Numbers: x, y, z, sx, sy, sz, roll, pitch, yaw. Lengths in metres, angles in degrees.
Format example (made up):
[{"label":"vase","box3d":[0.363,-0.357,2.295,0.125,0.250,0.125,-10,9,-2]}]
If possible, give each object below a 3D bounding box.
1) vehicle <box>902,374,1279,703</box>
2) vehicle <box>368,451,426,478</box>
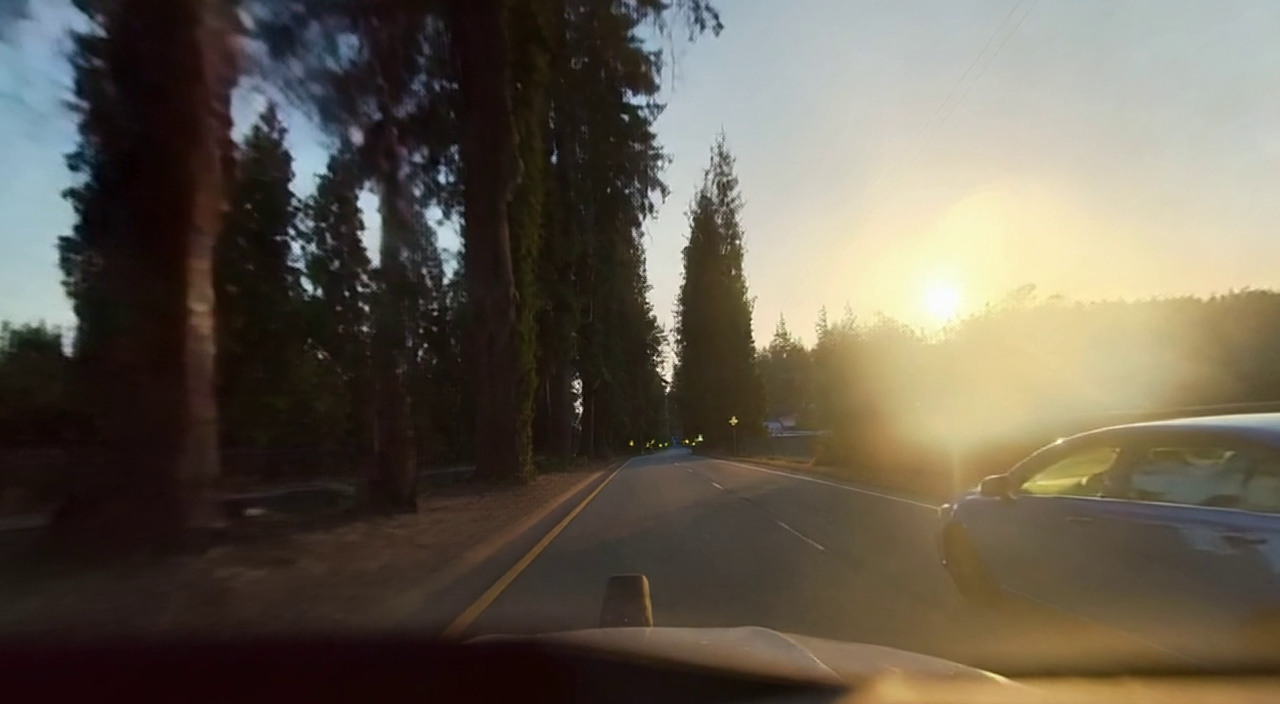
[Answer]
[{"label":"vehicle","box3d":[3.392,0.972,3.222,2.061,1.503,4.823,0,-8,0]},{"label":"vehicle","box3d":[-15.832,7.325,41.253,1.893,1.571,4.390,-1,-8,2]}]
